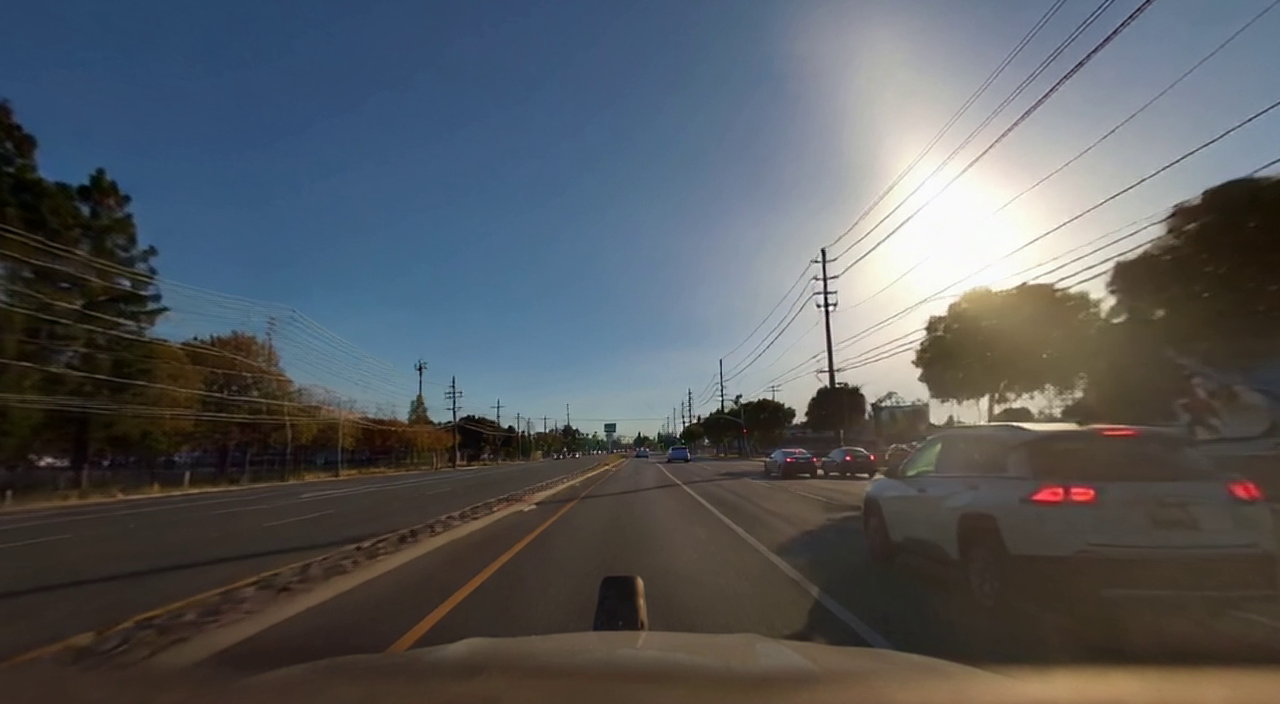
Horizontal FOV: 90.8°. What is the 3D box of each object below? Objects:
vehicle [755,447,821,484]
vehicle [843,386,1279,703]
[{"bbox_3d":[6.462,4.984,28.145,1.882,1.476,4.344,0,-8,0],"label":"vehicle"},{"bbox_3d":[3.341,1.295,5.016,2.078,1.668,4.078,0,-9,0],"label":"vehicle"}]
